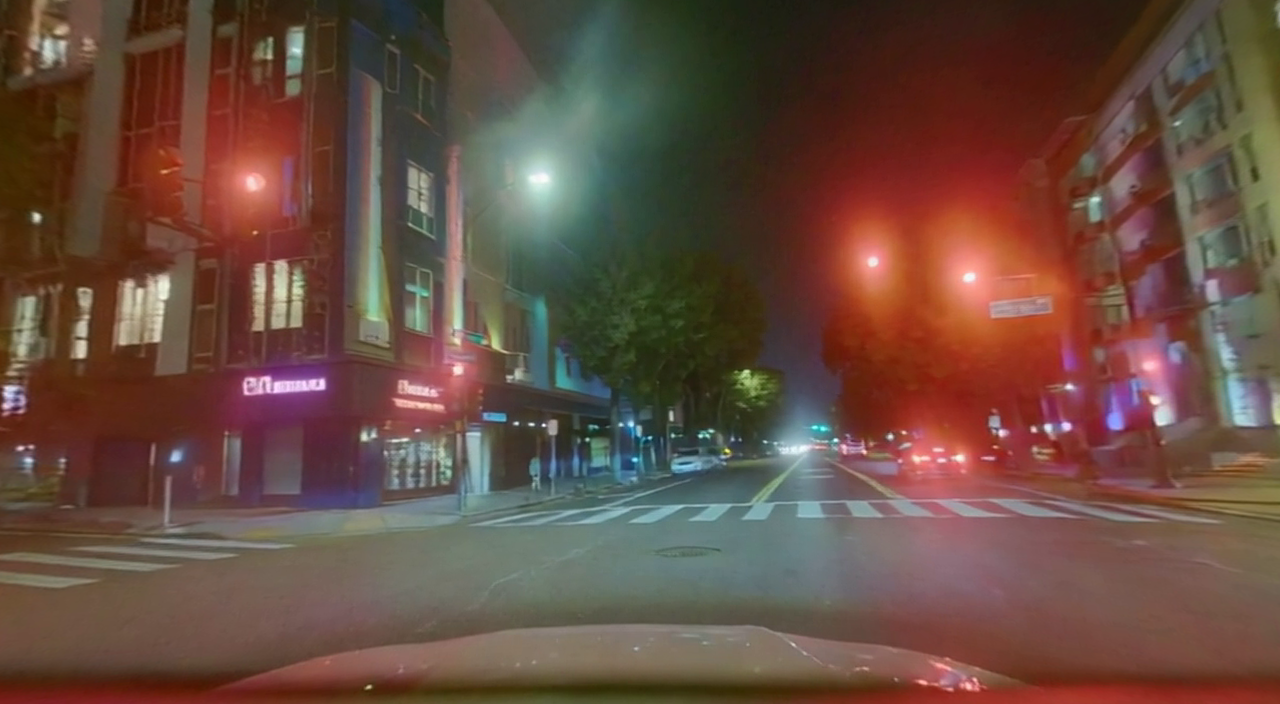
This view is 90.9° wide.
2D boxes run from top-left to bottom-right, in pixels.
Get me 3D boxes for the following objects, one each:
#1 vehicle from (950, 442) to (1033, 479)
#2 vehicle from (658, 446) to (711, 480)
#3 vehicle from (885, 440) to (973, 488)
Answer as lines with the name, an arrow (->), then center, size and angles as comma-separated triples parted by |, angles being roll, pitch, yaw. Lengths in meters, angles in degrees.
vehicle -> 15.815, 4.871, 28.611 | 1.997, 1.510, 4.455 | -2, -9, 12
vehicle -> 2.436, 5.802, 33.380 | 2.127, 1.533, 4.547 | 0, -7, 13
vehicle -> 9.916, 3.829, 21.952 | 2.014, 1.474, 4.090 | -2, -9, 14
